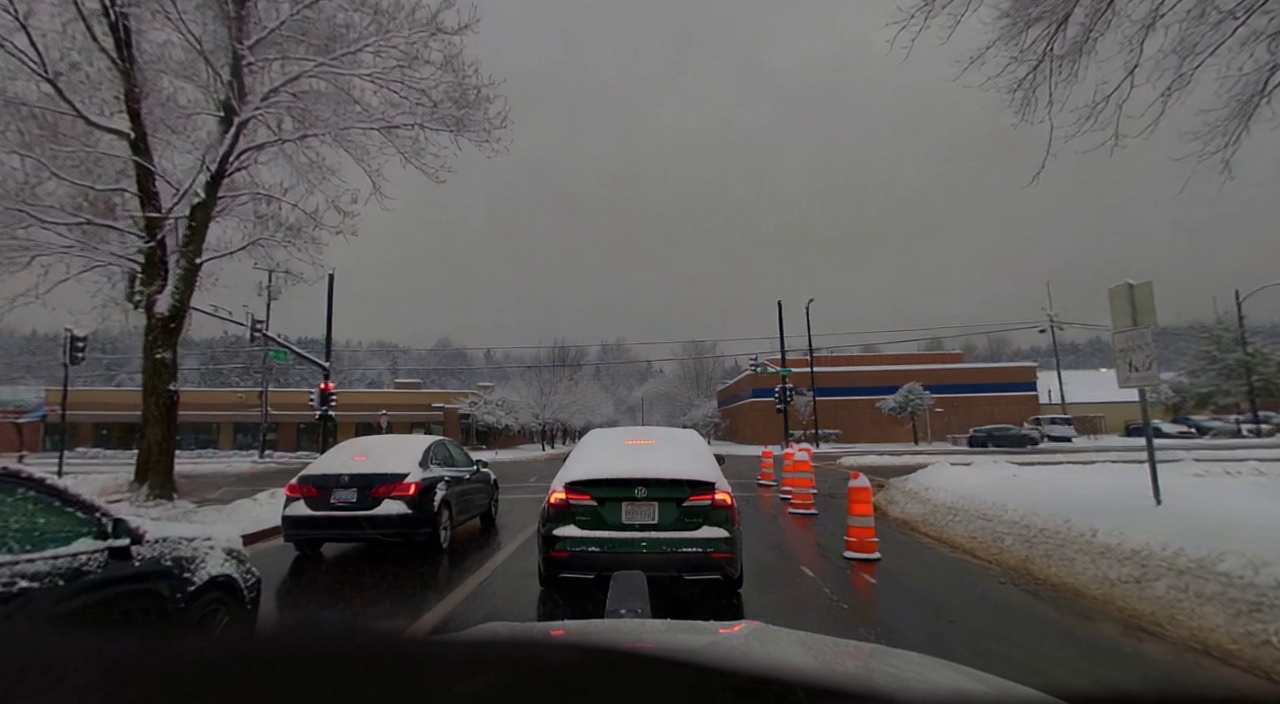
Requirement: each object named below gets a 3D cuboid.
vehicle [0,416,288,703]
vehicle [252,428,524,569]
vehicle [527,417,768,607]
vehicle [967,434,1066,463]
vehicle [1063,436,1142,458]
[{"bbox_3d":[-3.594,0.944,2.146,1.964,1.497,4.722,0,-9,1],"label":"vehicle"},{"bbox_3d":[-3.272,2.000,9.437,1.989,1.541,4.626,0,-9,2],"label":"vehicle"},{"bbox_3d":[0.106,1.624,7.202,2.021,1.560,3.676,0,-9,1],"label":"vehicle"},{"bbox_3d":[24.398,6.269,40.999,5.043,1.759,2.085,0,-9,2],"label":"vehicle"},{"bbox_3d":[36.660,7.554,49.987,4.791,1.635,1.857,0,-9,1],"label":"vehicle"}]
